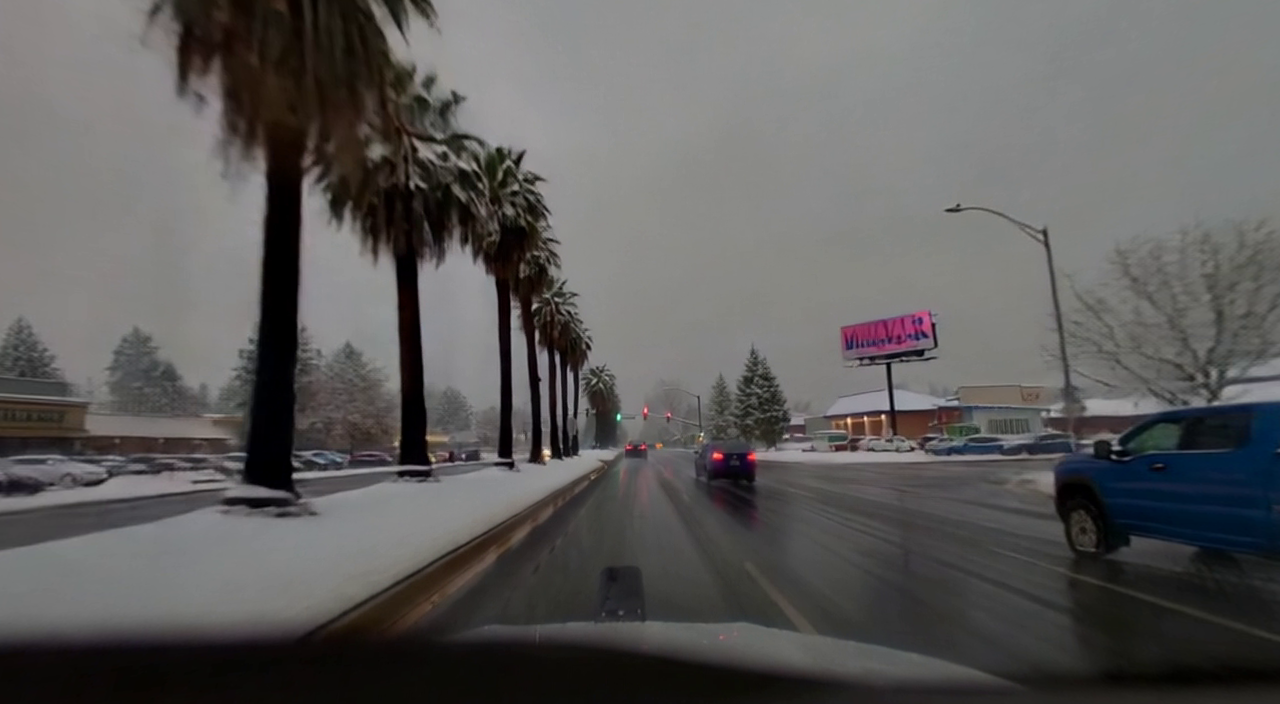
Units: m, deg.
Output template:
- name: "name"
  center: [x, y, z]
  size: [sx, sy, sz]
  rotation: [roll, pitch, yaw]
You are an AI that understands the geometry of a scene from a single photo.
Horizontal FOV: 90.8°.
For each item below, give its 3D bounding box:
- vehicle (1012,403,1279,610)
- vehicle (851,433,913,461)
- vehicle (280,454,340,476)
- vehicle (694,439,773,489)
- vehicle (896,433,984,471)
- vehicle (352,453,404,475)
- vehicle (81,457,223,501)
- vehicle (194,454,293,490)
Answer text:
- name: "vehicle"
  center: [6.100, 1.321, 5.681]
  size: [2.140, 1.606, 5.437]
  rotation: [0, -9, -1]
- name: "vehicle"
  center: [18.320, 7.233, 48.157]
  size: [2.300, 1.966, 6.004]
  rotation: [0, -9, -1]
- name: "vehicle"
  center: [-24.692, 8.427, 47.506]
  size: [1.899, 1.499, 4.911]
  rotation: [0, -9, -1]
- name: "vehicle"
  center: [3.100, 3.804, 21.796]
  size: [1.889, 1.541, 4.303]
  rotation: [0, -9, -2]
- name: "vehicle"
  center: [15.518, 5.207, 33.028]
  size: [2.067, 1.772, 4.910]
  rotation: [0, -9, -2]
- name: "vehicle"
  center: [-19.647, 8.392, 47.557]
  size: [1.900, 1.481, 4.684]
  rotation: [0, -9, 0]
- name: "vehicle"
  center: [-19.322, 5.015, 25.397]
  size: [1.983, 1.492, 4.904]
  rotation: [0, -9, -3]
- name: "vehicle"
  center: [-19.420, 5.878, 31.247]
  size: [1.840, 1.524, 4.923]
  rotation: [-1, -9, -2]
